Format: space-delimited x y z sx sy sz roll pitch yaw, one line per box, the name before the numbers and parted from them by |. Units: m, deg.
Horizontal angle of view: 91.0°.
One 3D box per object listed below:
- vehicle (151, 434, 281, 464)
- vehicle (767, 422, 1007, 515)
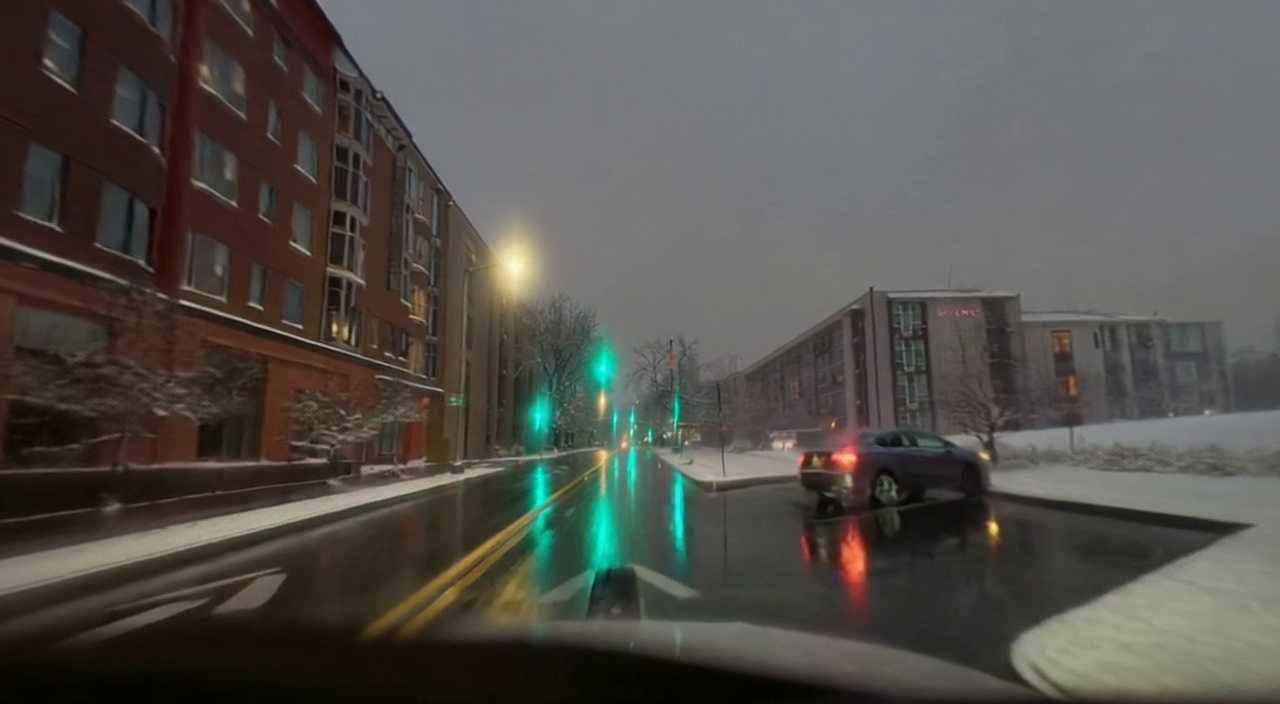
vehicle | -19.448 4.476 29.236 2.660 1.211 4.739 -1 -8 2
vehicle | 4.728 2.160 12.119 4.033 1.514 1.974 3 -9 -25
